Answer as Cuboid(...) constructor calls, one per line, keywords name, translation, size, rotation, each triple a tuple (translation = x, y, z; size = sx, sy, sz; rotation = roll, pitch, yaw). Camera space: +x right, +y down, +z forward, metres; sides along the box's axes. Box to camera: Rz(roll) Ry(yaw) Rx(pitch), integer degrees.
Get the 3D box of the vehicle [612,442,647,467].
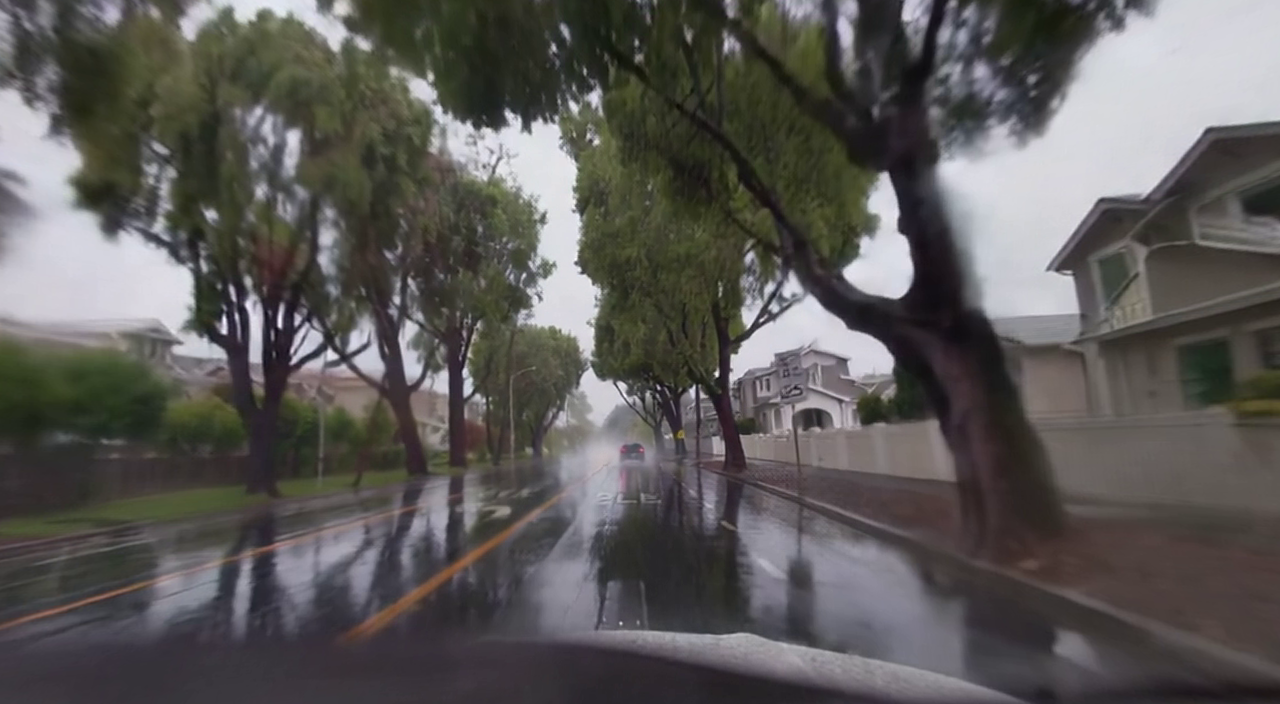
Cuboid(name="vehicle", translation=(-0.678, 6.579, 40.626), size=(2.104, 1.500, 3.815), rotation=(0, -9, -1))
